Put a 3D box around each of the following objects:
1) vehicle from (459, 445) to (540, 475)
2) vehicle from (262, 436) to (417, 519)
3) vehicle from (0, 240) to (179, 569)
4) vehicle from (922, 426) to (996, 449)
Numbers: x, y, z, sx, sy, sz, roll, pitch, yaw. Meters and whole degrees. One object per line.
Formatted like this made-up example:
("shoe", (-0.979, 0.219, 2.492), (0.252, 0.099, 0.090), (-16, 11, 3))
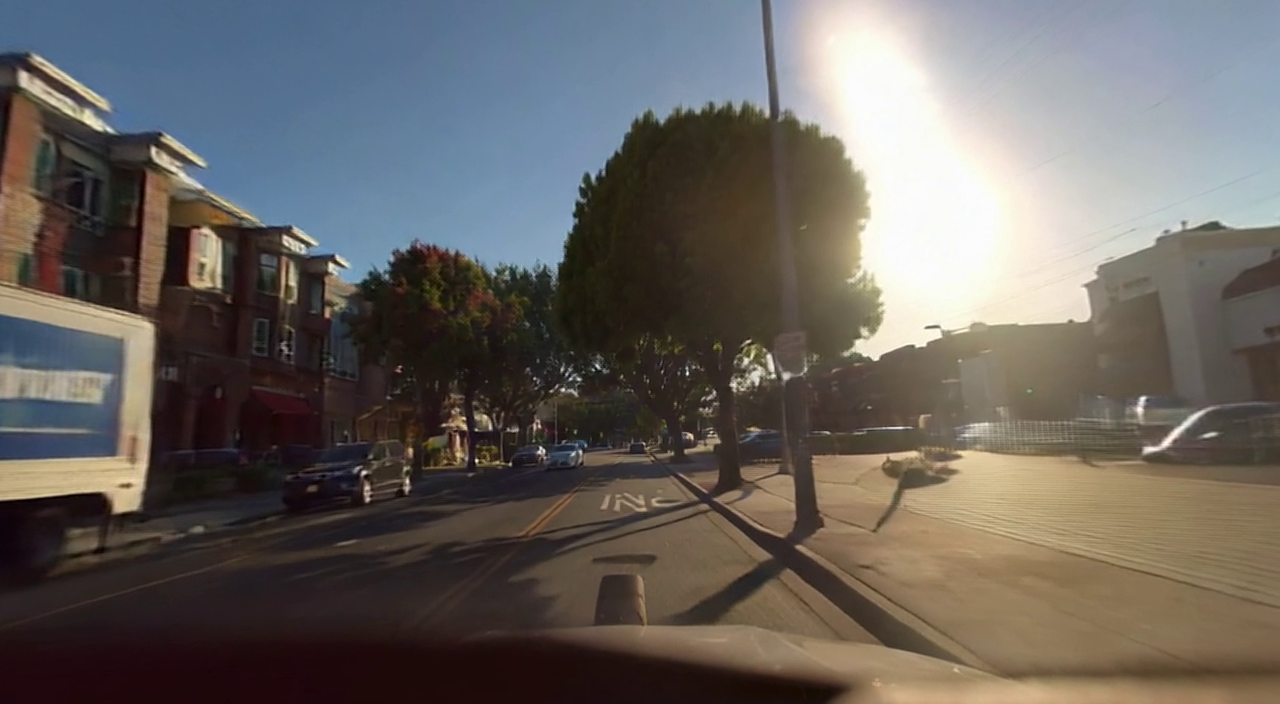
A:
("vehicle", (-8.899, 6.831, 40.084), (1.879, 1.543, 4.778), (-14, -14, 43))
("vehicle", (-7.572, 3.130, 16.437), (1.950, 1.743, 4.312), (-2, -7, 0))
("vehicle", (-8.831, 0.361, 4.119), (2.986, 3.768, 11.697), (-6, -6, 0))
("vehicle", (23.530, 6.352, 46.527), (4.371, 1.614, 1.910), (1, -9, -3))
